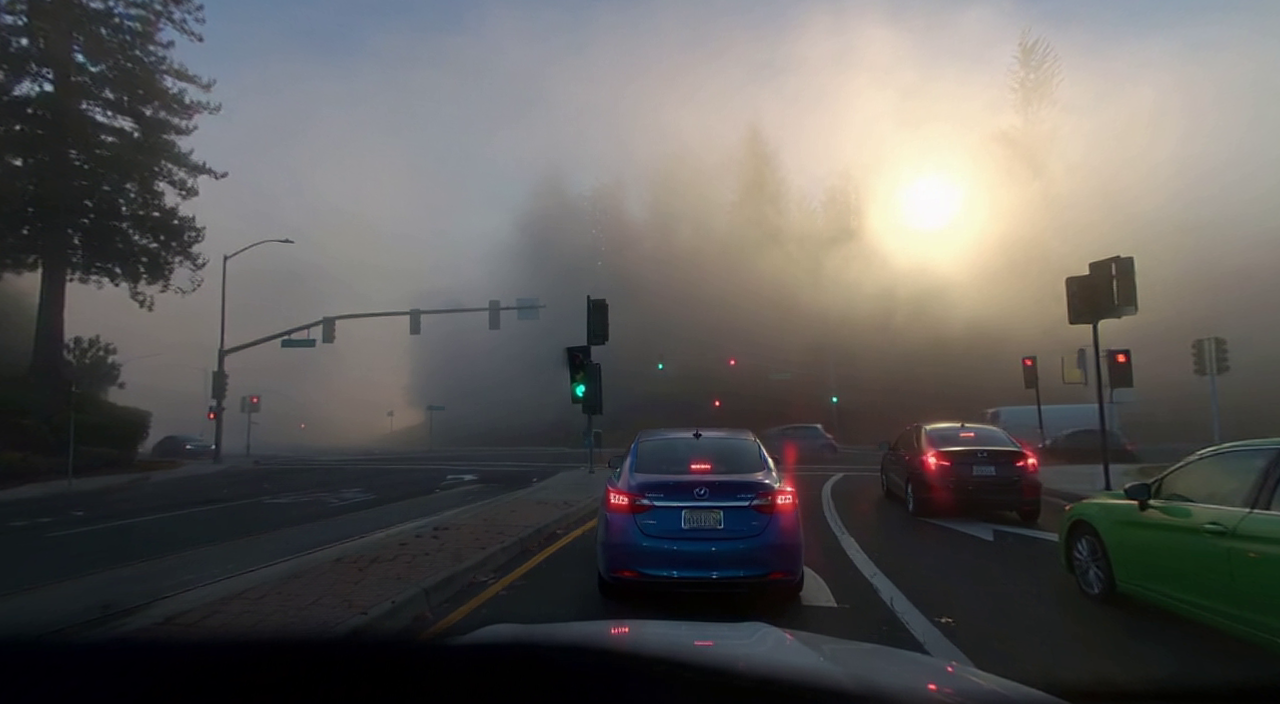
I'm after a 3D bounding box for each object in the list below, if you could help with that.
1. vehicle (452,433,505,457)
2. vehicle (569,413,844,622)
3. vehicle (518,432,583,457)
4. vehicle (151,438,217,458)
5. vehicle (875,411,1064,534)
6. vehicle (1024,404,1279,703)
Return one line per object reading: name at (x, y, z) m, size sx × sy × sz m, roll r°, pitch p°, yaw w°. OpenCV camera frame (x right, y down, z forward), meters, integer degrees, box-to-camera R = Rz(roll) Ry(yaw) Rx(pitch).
vehicle at (-12.456, 7.117, 48.199) m, size 1.972 × 1.705 × 4.457 m, roll 8°, pitch -11°, yaw -43°
vehicle at (0.853, 1.497, 6.690) m, size 2.052 × 1.483 × 3.928 m, roll -2°, pitch -8°, yaw 12°
vehicle at (-5.963, 6.112, 41.558) m, size 1.932 × 1.573 × 4.509 m, roll 8°, pitch -12°, yaw -44°
vehicle at (-35.337, 7.447, 48.665) m, size 1.652 × 1.433 × 3.733 m, roll -7°, pitch -11°, yaw 40°
vehicle at (5.543, 2.046, 11.283) m, size 2.102 × 1.717 × 4.373 m, roll -2°, pitch -9°, yaw 16°
vehicle at (4.249, 1.057, 3.366) m, size 1.954 × 1.508 × 4.441 m, roll -1°, pitch -8°, yaw 6°
